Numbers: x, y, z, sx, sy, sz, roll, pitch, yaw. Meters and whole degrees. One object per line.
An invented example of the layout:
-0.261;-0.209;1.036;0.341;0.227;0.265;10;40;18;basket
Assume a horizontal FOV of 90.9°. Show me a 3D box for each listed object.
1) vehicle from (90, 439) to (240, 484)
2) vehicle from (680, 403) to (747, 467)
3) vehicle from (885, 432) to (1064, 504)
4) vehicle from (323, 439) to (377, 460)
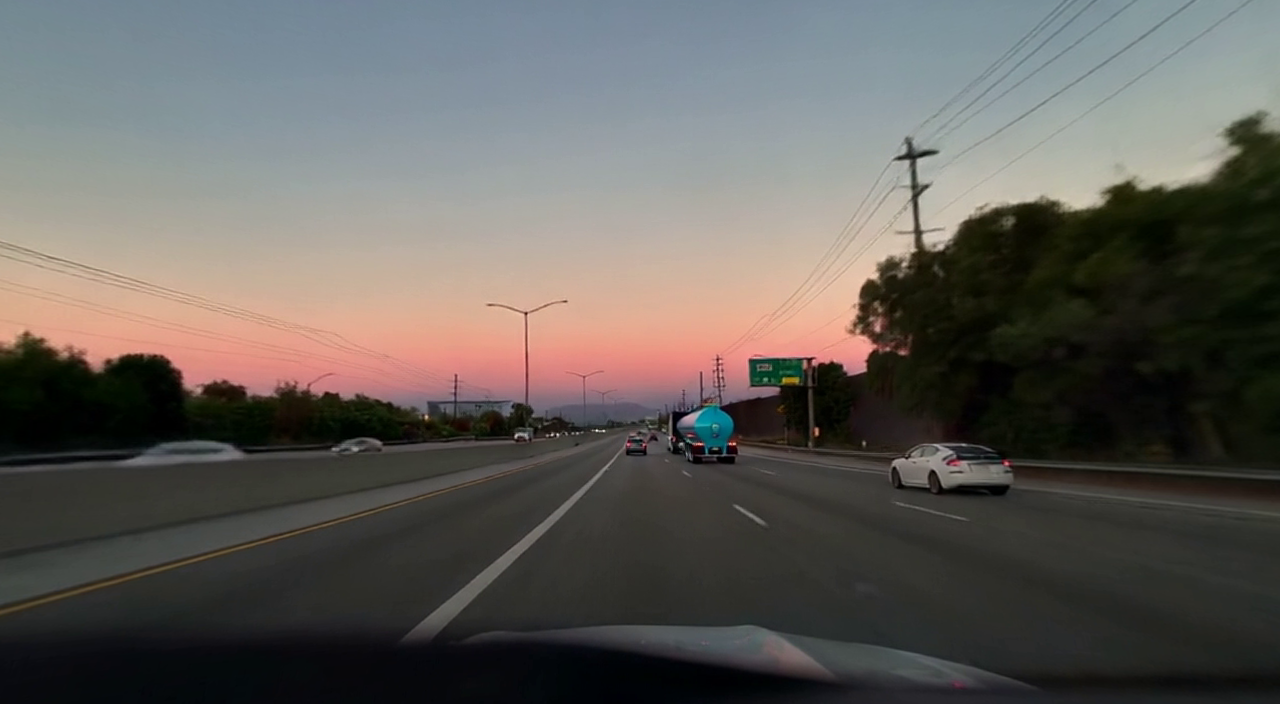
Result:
-17.404;4.015;23.458;2.076;1.488;4.533;0;-8;0;vehicle
3.915;4.737;35.516;2.791;3.179;8.074;0;-8;0;vehicle
7.941;2.786;15.598;1.905;1.480;4.624;0;-8;0;vehicle
-21.379;7.212;46.723;1.890;1.474;4.461;0;-8;0;vehicle
